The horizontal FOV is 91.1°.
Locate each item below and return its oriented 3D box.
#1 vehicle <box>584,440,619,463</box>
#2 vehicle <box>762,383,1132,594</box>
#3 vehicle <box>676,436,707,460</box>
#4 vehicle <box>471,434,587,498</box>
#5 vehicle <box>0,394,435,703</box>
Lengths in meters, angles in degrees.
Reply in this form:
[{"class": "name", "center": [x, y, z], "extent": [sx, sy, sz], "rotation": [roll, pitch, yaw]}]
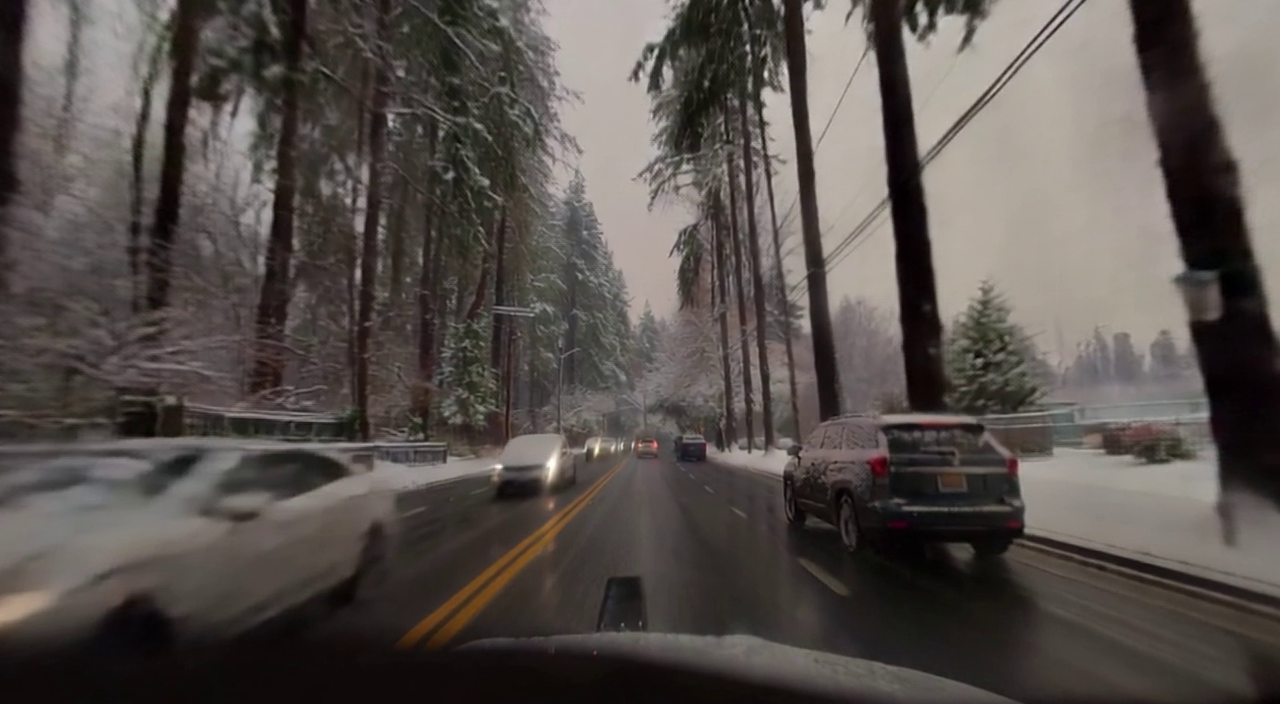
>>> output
[{"class": "vehicle", "center": [-2.693, 7.102, 44.890], "extent": [2.096, 1.515, 4.481], "rotation": [0, -8, 2]}, {"class": "vehicle", "center": [3.267, 1.600, 8.272], "extent": [2.219, 1.881, 5.104], "rotation": [0, -8, -1]}, {"class": "vehicle", "center": [3.910, 7.415, 48.511], "extent": [2.069, 1.791, 4.422], "rotation": [0, -8, 0]}, {"class": "vehicle", "center": [-2.818, 3.035, 17.186], "extent": [2.182, 1.486, 4.809], "rotation": [0, -8, 1]}, {"class": "vehicle", "center": [-2.851, 1.110, 3.672], "extent": [1.941, 1.409, 3.975], "rotation": [0, -8, 0]}]
